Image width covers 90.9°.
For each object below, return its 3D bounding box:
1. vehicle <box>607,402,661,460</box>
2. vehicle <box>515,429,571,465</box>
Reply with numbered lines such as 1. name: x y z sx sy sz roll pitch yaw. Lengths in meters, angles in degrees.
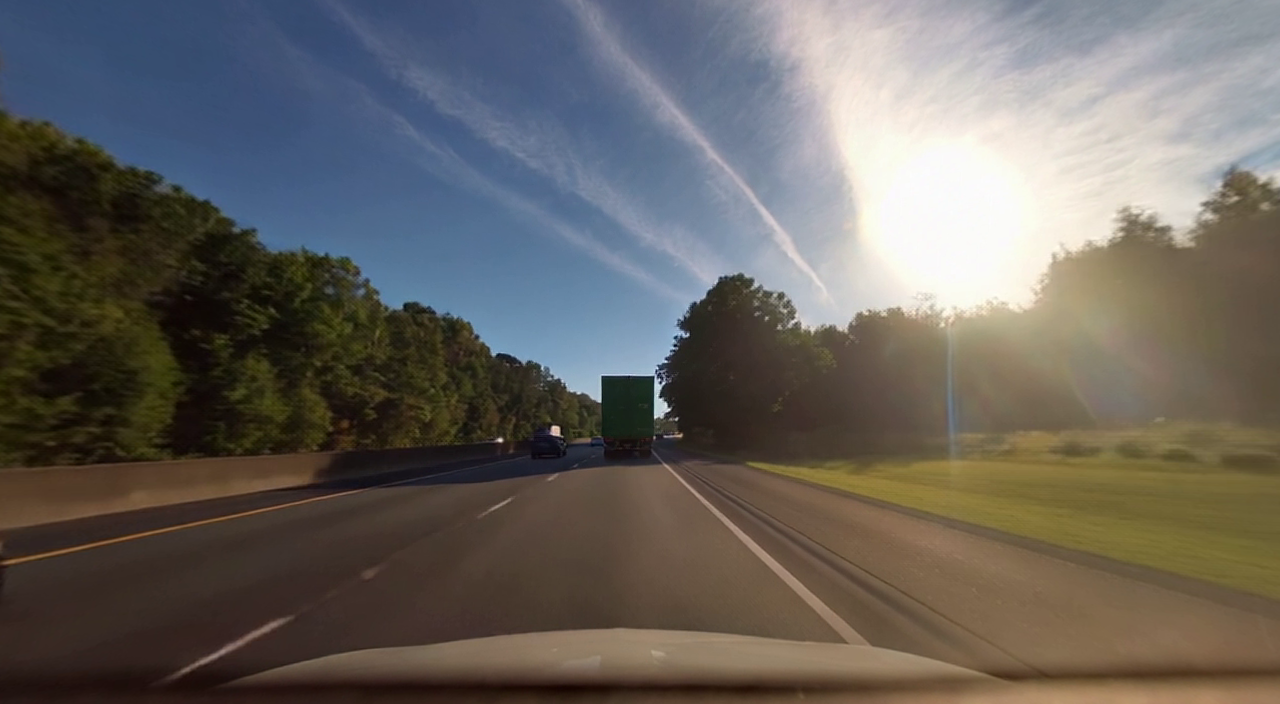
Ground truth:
1. vehicle: -0.269 3.482 27.730 2.319 2.461 1.270 0 -8 -1
2. vehicle: -4.901 4.878 32.504 2.138 1.697 4.587 0 -8 1
